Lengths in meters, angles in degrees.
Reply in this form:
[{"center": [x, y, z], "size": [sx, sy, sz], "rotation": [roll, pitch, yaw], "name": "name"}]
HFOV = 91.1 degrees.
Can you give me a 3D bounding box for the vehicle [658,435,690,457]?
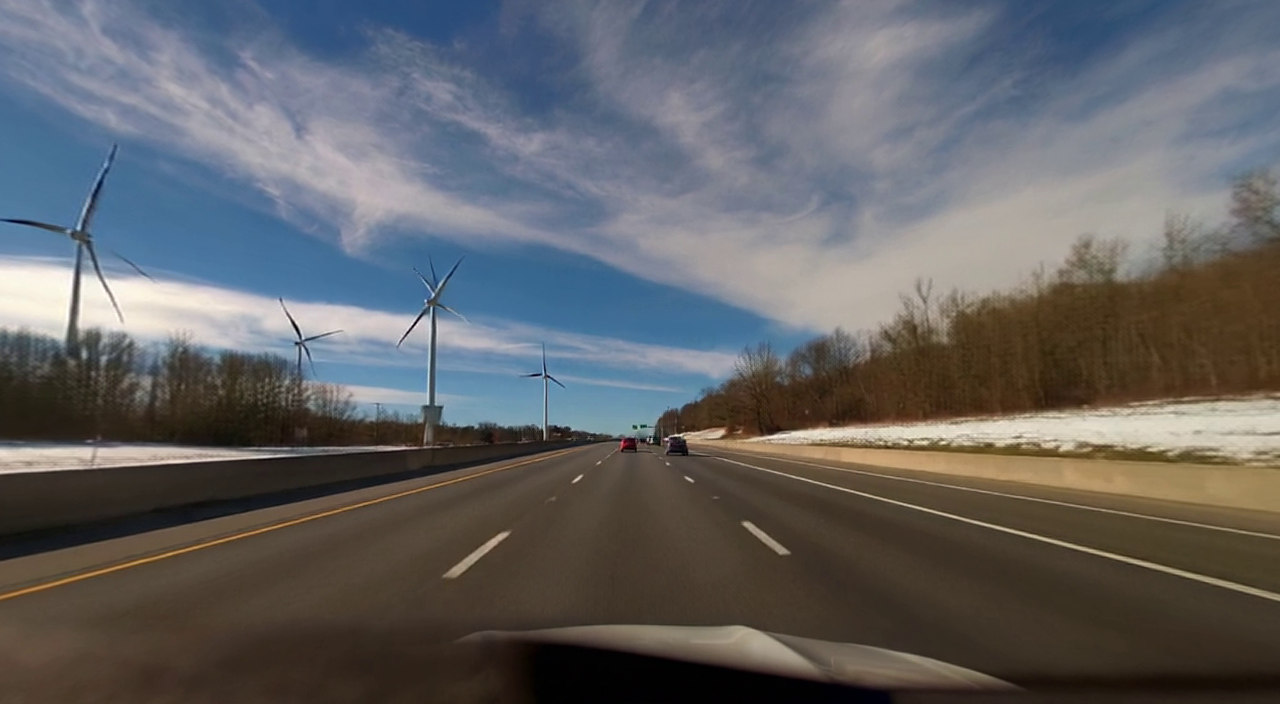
[{"center": [2.532, 7.068, 47.297], "size": [2.041, 1.551, 3.974], "rotation": [0, -8, -2], "name": "vehicle"}]
